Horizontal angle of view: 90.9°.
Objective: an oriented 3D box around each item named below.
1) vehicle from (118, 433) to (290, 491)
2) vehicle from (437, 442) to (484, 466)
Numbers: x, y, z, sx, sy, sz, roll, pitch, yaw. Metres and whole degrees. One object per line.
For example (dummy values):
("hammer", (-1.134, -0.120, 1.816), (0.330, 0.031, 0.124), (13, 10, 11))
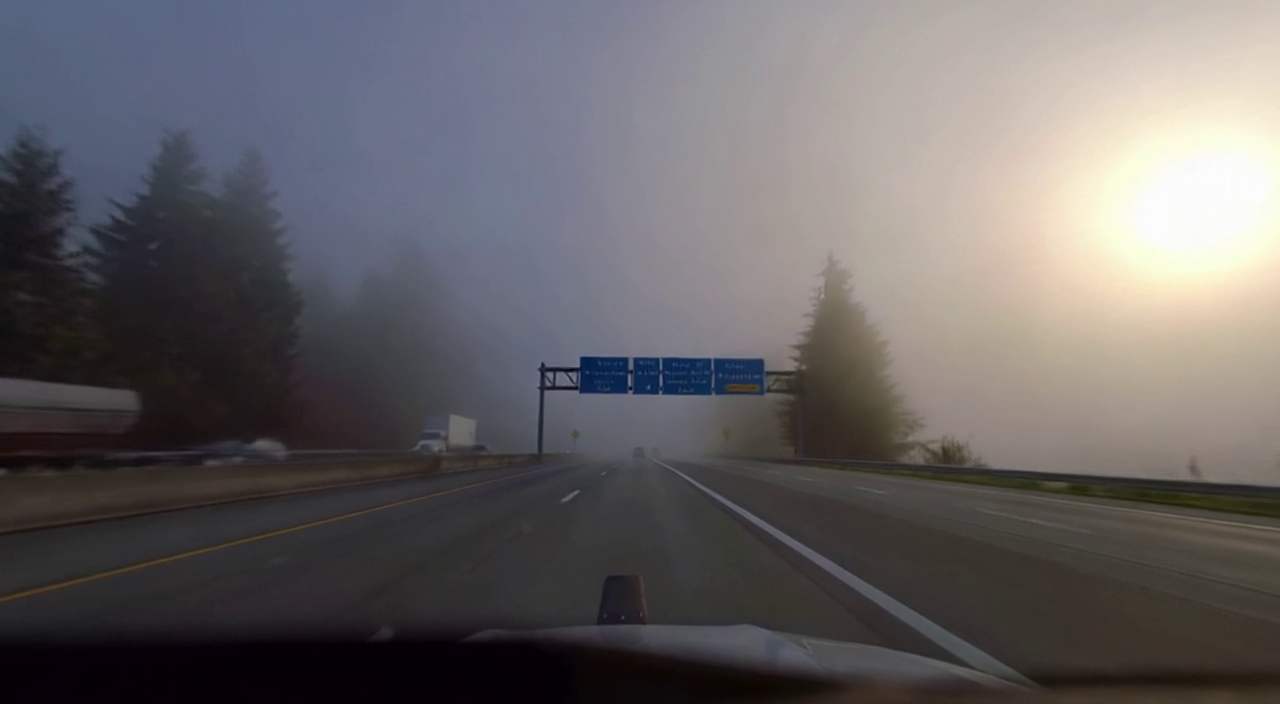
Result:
("vehicle", (-12.082, 3.083, 17.898), (1.775, 1.404, 4.322), (0, -9, 0))
("vehicle", (-11.865, 6.784, 41.851), (1.933, 1.477, 4.317), (0, -9, -1))
